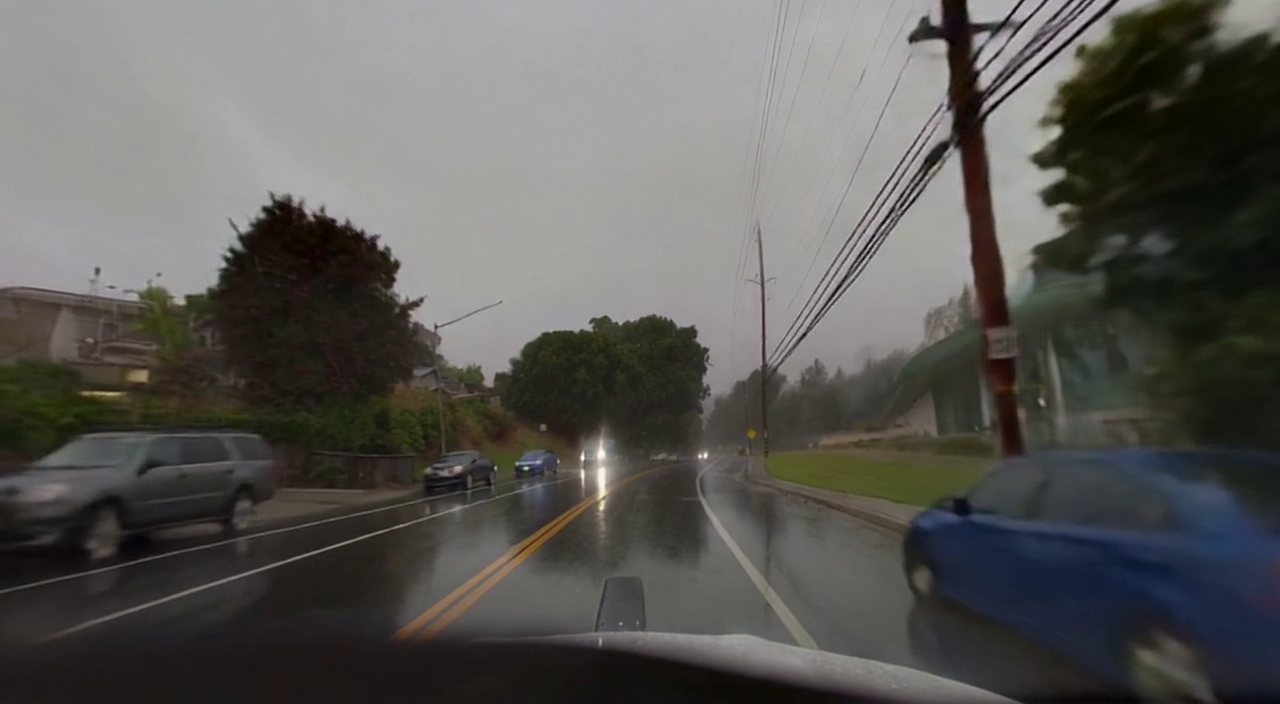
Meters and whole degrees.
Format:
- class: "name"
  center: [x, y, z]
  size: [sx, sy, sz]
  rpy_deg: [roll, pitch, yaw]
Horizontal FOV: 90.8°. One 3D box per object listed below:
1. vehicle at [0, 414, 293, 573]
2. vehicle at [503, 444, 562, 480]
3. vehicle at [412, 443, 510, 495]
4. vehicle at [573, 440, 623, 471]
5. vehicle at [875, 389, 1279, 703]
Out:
- class: "vehicle"
  center: [-7.329, 1.951, 9.139]
  size: [2.025, 1.715, 4.363]
  rpy_deg: [-1, -10, 1]
- class: "vehicle"
  center: [-5.477, 5.713, 32.497]
  size: [1.927, 1.542, 3.886]
  rpy_deg: [-5, -13, 6]
- class: "vehicle"
  center: [-6.396, 4.332, 23.208]
  size: [1.840, 1.523, 4.333]
  rpy_deg: [4, -11, 6]
- class: "vehicle"
  center: [-2.967, 7.572, 45.919]
  size: [2.295, 1.989, 5.055]
  rpy_deg: [-4, -11, 11]
- class: "vehicle"
  center: [3.346, 1.143, 3.933]
  size: [2.054, 1.470, 4.504]
  rpy_deg: [0, -9, 0]
